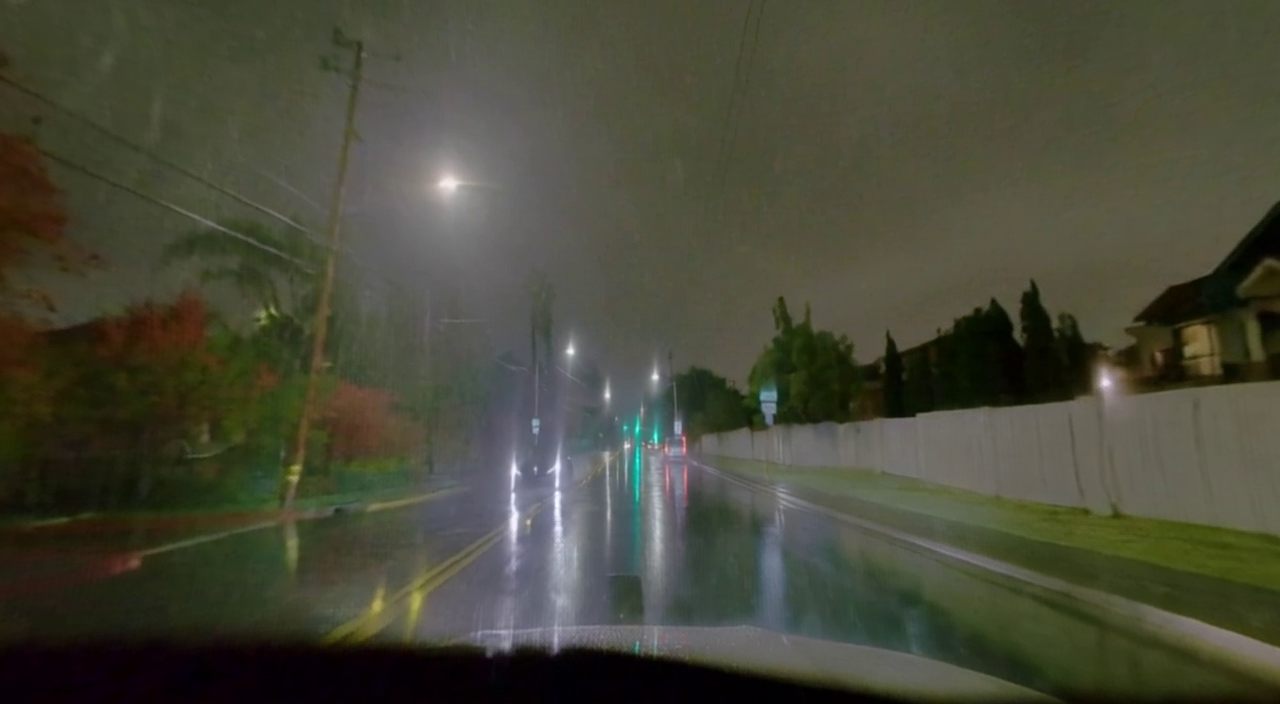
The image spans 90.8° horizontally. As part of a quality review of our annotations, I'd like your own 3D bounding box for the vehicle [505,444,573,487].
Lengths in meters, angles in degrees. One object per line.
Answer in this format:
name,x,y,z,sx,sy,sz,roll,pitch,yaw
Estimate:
vehicle,-3.765,4.293,24.229,1.959,1.473,4.115,0,-8,0
